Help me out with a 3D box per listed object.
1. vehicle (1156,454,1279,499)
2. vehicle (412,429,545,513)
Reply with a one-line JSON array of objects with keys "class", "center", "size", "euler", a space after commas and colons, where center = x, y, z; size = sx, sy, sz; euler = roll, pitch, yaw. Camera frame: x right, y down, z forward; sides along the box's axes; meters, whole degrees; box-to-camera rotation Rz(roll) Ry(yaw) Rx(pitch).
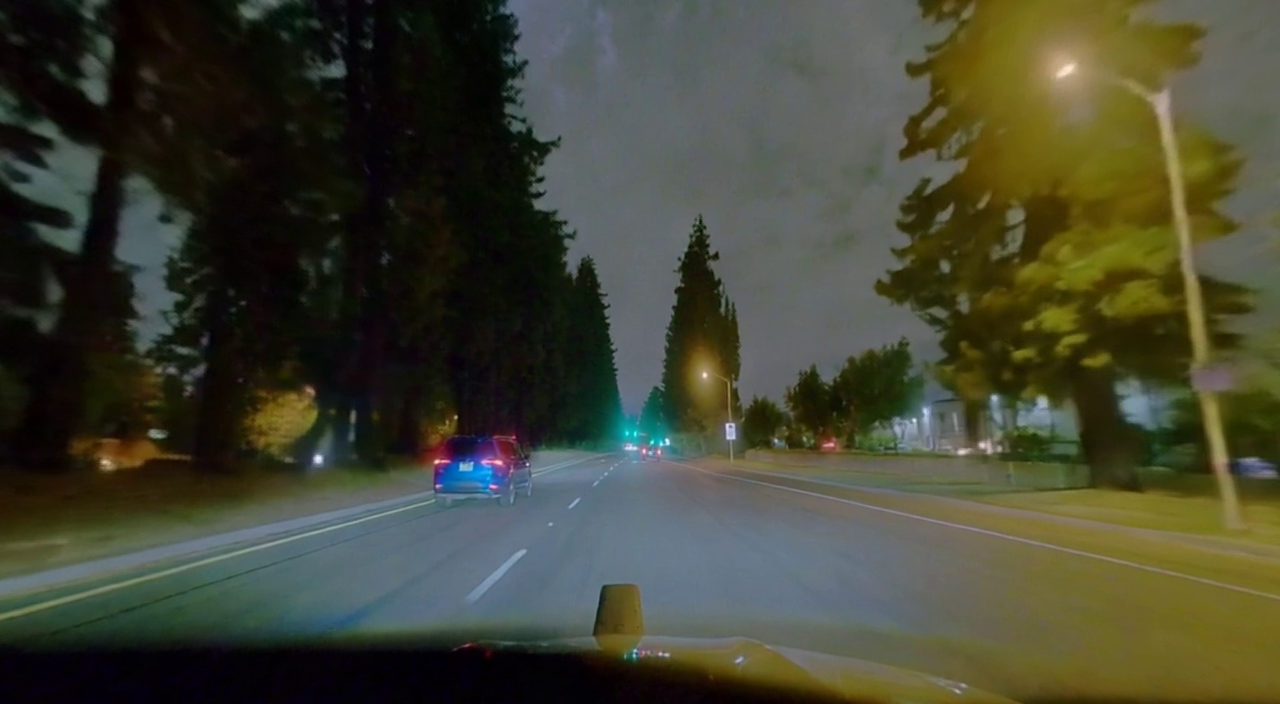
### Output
[{"class": "vehicle", "center": [20.956, 4.299, 21.947], "size": [4.145, 1.418, 1.988], "euler": [-1, -9, 8]}, {"class": "vehicle", "center": [-3.706, 2.812, 15.411], "size": [2.078, 1.748, 4.279], "euler": [0, -8, 0]}]
